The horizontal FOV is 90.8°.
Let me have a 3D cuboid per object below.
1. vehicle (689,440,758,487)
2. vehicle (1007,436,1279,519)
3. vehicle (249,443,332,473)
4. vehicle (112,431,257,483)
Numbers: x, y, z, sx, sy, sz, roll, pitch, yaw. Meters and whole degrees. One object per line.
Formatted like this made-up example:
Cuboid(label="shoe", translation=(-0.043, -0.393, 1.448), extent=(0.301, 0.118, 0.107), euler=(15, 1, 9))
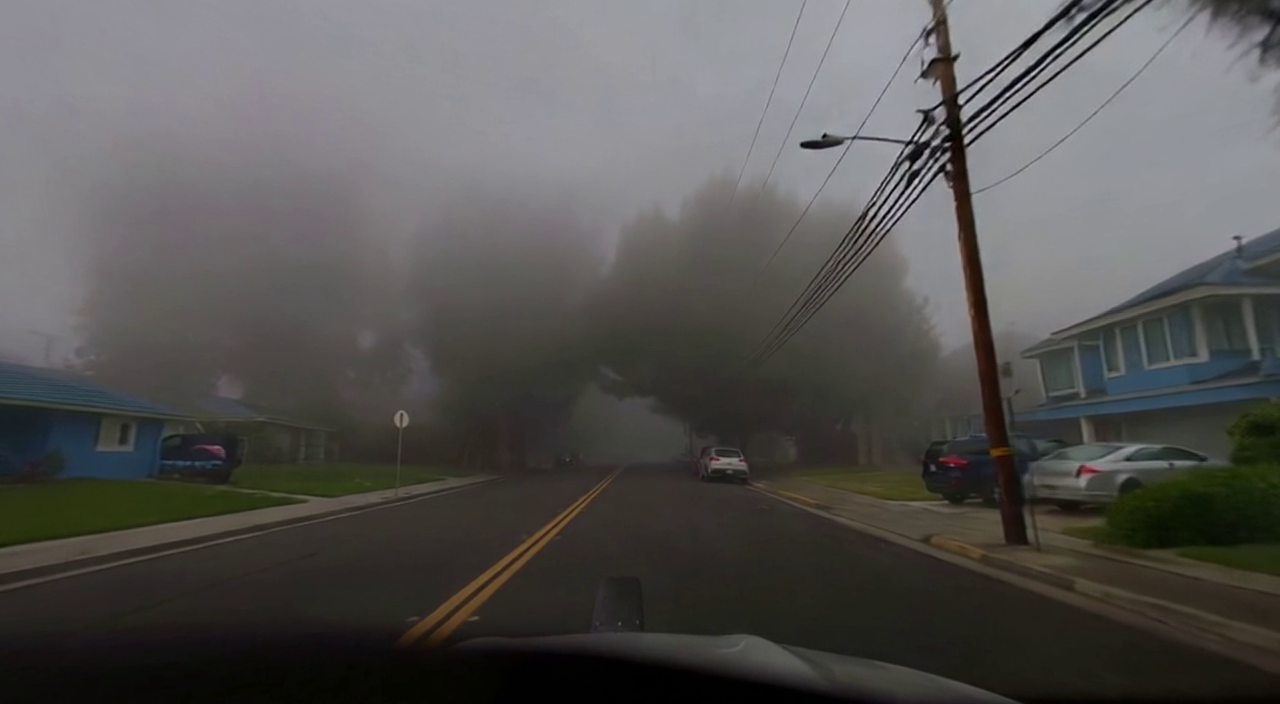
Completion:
Cuboid(label="vehicle", translation=(3.592, 4.908, 28.191), extent=(2.114, 1.858, 5.144), euler=(0, -9, -3))
Cuboid(label="vehicle", translation=(10.391, 2.482, 12.786), extent=(4.625, 1.501, 2.011), euler=(0, -8, 0))
Cuboid(label="vehicle", translation=(-21.681, 6.586, 39.510), extent=(2.139, 1.746, 5.099), euler=(0, -8, 2))
Cuboid(label="vehicle", translation=(-17.932, 4.178, 25.275), extent=(2.034, 1.829, 5.161), euler=(0, -9, -2))
